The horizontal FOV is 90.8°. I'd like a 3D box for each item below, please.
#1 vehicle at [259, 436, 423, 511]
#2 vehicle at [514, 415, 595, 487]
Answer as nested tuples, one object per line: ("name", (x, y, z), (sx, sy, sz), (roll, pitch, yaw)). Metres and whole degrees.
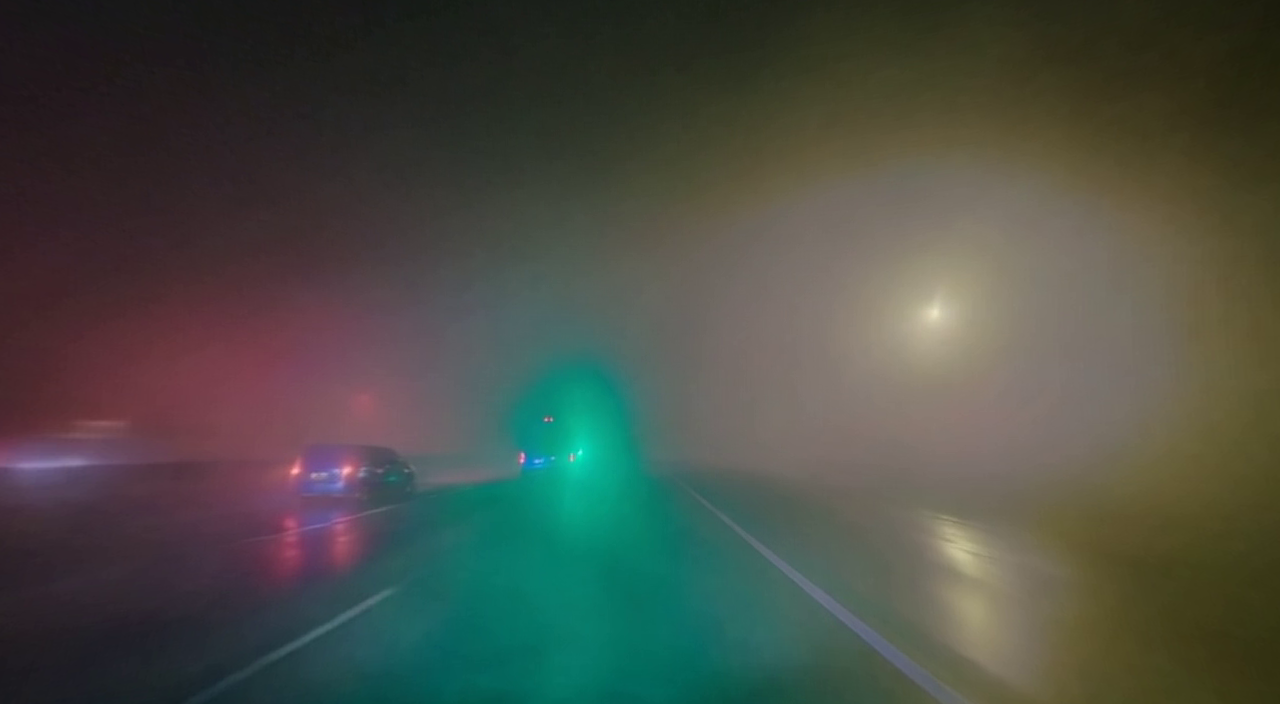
("vehicle", (-7.553, 3.100, 16.540), (2.164, 1.664, 4.252), (0, -9, 0))
("vehicle", (-3.284, 4.019, 25.640), (2.437, 2.565, 5.829), (0, -9, 1))
